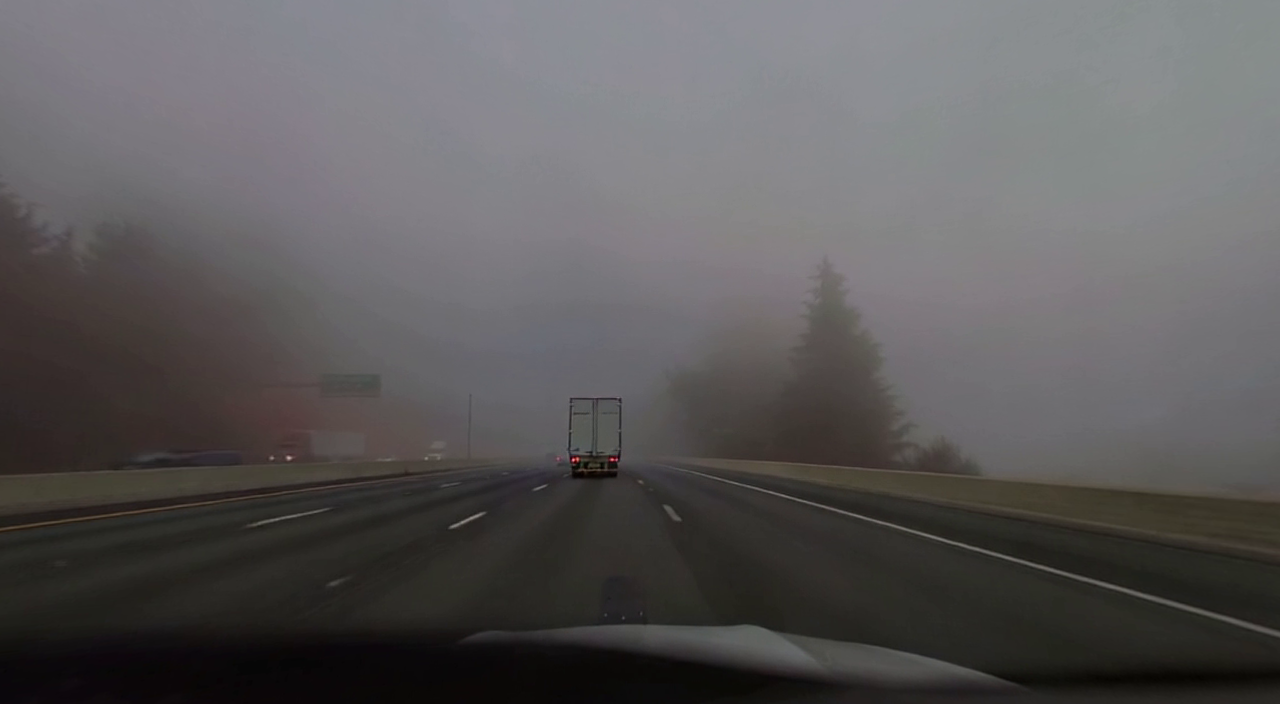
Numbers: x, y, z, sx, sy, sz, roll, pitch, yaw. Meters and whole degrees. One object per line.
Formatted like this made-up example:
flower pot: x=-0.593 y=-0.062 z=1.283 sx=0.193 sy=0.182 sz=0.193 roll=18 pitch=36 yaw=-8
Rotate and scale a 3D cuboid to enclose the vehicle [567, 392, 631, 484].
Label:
vehicle: x=-2.155 y=4.798 z=34.338 sx=2.875 sy=4.056 sz=12.312 roll=0 pitch=-9 yaw=-3
